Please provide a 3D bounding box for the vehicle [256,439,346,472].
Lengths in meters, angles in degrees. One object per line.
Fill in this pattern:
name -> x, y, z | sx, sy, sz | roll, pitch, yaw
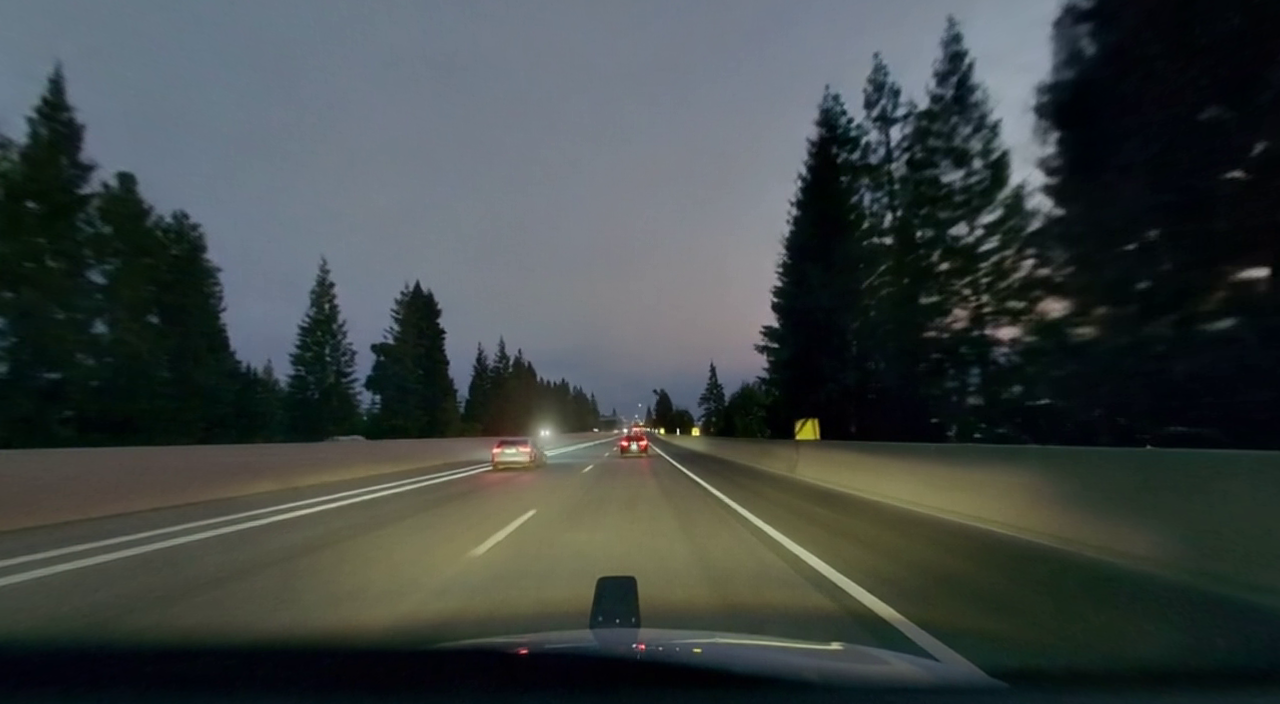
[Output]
vehicle -> -16.142, 4.913, 30.301 | 1.790, 1.459, 4.542 | 0, -8, 0

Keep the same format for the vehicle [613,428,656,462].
vehicle -> -0.290, 4.927, 33.566 | 2.134, 1.654, 4.174 | 0, -8, 0

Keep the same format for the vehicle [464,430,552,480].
vehicle -> -4.290, 3.399, 21.161 | 2.030, 1.491, 4.046 | 0, -8, 1
